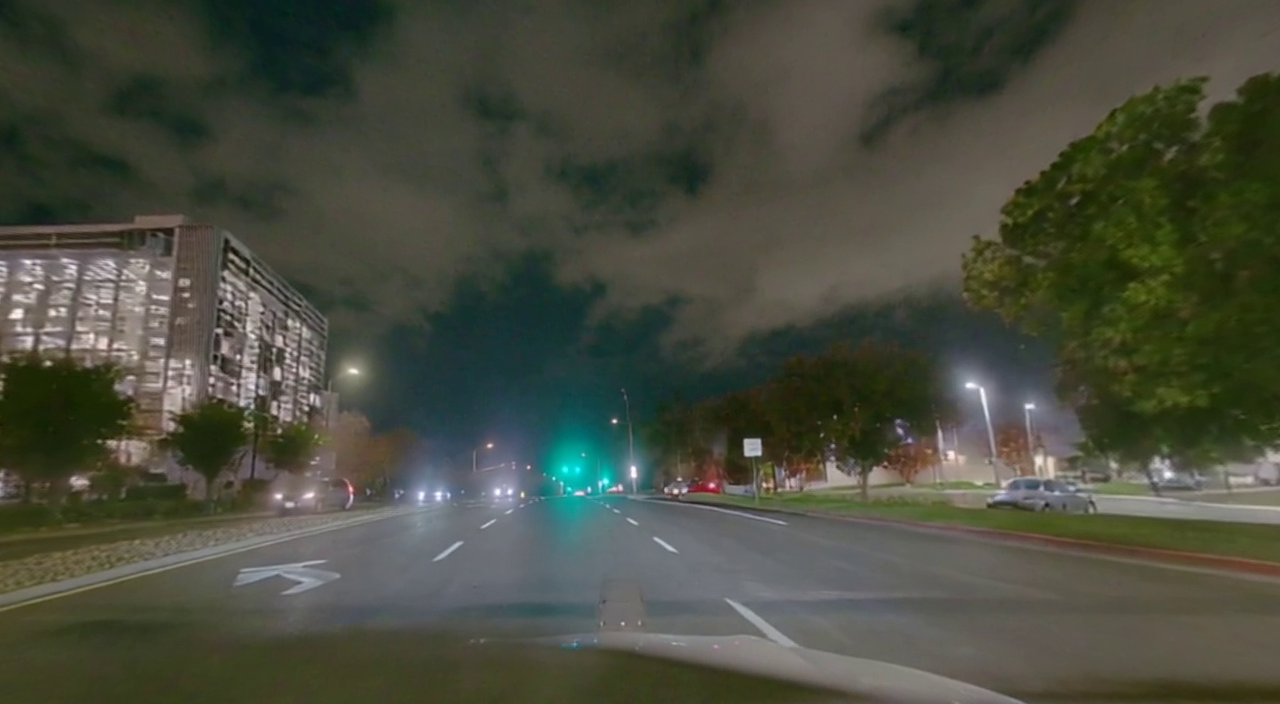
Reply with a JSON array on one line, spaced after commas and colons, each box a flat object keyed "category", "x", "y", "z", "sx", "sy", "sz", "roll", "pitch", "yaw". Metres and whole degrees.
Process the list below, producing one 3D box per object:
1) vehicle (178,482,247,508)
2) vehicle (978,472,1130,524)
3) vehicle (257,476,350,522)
[{"category": "vehicle", "x": -33.488, "y": 11.257, "z": 49.256, "sx": 3.770, "sy": 1.737, "sz": 2.102, "roll": -1, "pitch": -15, "yaw": -9}, {"category": "vehicle", "x": 14.751, "y": 5.264, "z": 22.511, "sx": 4.030, "sy": 1.483, "sz": 1.859, "roll": -2, "pitch": -16, "yaw": -5}, {"category": "vehicle", "x": -14.590, "y": 6.363, "z": 27.543, "sx": 2.060, "sy": 1.618, "sz": 4.203, "roll": 1, "pitch": -9, "yaw": -5}]
